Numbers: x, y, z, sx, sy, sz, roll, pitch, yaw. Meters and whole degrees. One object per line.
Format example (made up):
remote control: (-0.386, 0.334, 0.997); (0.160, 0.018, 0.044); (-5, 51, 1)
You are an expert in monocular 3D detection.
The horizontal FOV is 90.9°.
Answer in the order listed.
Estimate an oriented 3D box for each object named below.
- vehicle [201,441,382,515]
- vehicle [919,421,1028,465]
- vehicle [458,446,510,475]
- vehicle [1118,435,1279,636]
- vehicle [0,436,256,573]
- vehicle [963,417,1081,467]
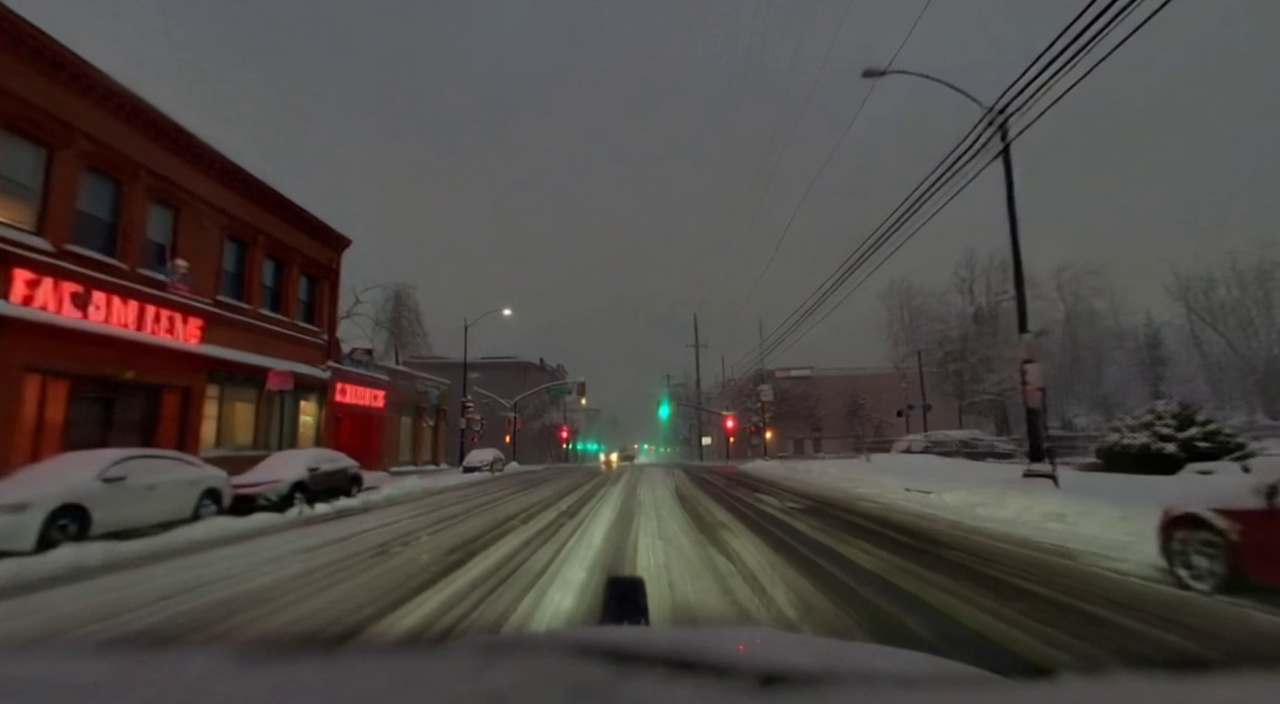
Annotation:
vehicle: (-8.743, 3.153, 16.423); (1.961, 1.627, 4.634); (-1, -8, 2)
vehicle: (15.317, 4.252, 29.403); (2.180, 1.848, 5.417); (0, -8, 1)
vehicle: (-8.948, 6.242, 36.600); (1.908, 1.529, 4.522); (0, -8, -1)
vehicle: (6.040, 1.357, 4.310); (1.989, 1.571, 4.607); (0, -8, 2)
vehicle: (-8.990, 2.304, 10.507); (2.004, 1.709, 4.941); (-1, -8, 1)
vehicle: (17.964, 4.298, 30.079); (2.145, 2.151, 5.636); (-1, -8, 1)
